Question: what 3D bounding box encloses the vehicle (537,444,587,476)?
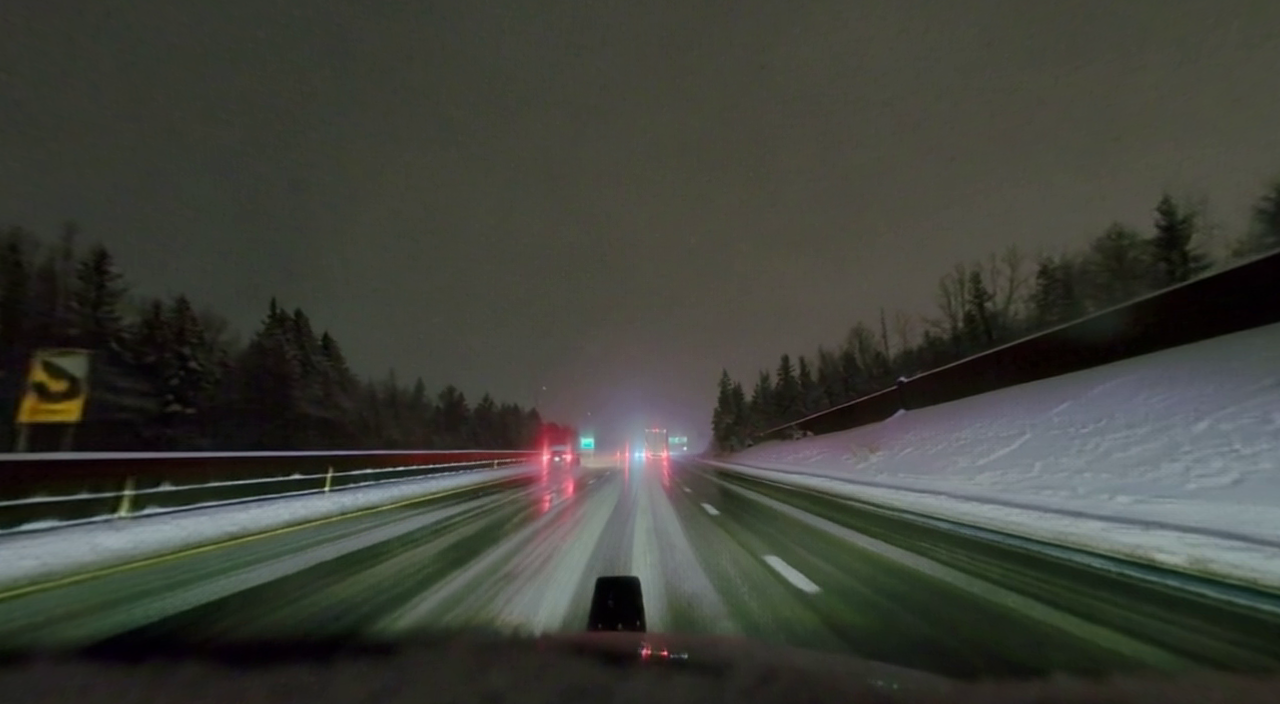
[{"bbox_3d":[-4.105,5.719,33.681,2.035,1.595,4.022,0,-9,2],"label":"vehicle"}]
